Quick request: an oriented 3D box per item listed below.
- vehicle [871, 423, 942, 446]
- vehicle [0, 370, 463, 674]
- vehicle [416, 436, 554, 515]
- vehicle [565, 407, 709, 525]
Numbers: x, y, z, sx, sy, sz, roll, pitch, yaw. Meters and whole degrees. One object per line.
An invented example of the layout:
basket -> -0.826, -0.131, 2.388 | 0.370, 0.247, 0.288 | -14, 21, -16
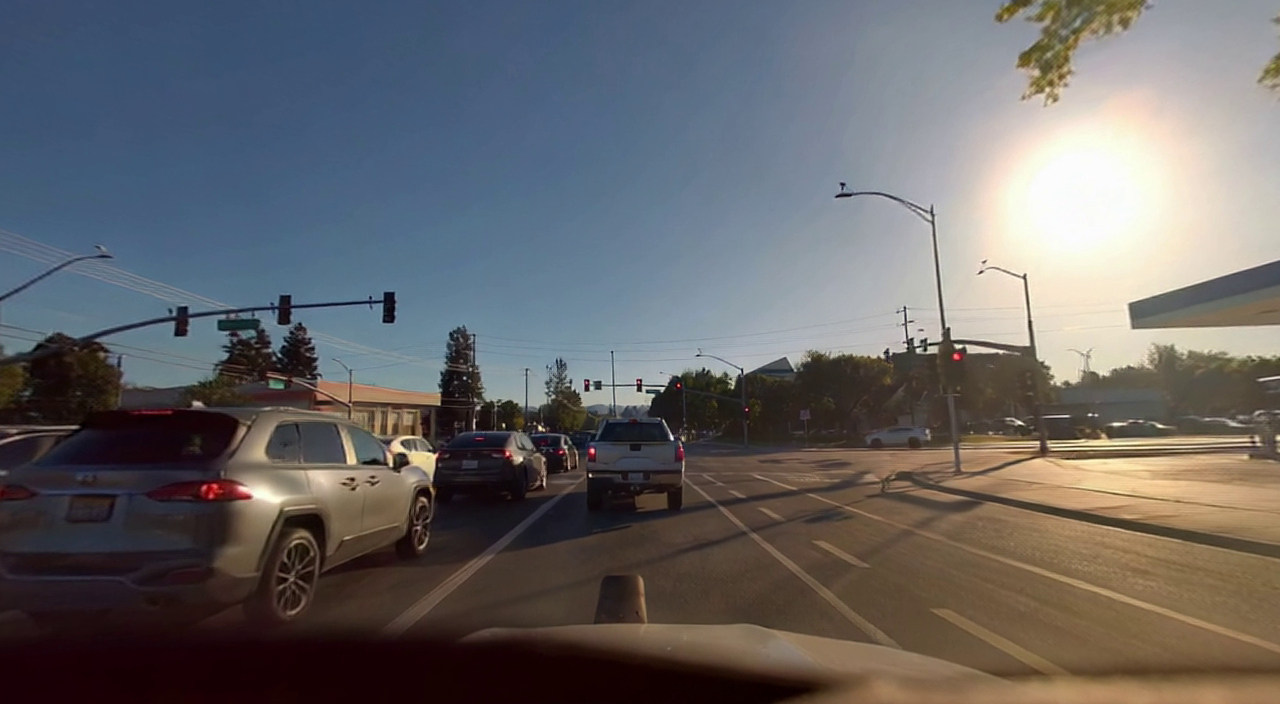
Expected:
vehicle -> 20.468, 6.354, 48.631 | 4.548, 1.730, 2.013 | 1, -9, -5
vehicle -> -3.311, 1.279, 5.798 | 2.096, 1.718, 4.266 | 0, -9, 1
vehicle -> -3.112, 2.572, 13.614 | 1.881, 1.424, 4.098 | 0, -9, 1
vehicle -> -0.068, 2.138, 12.359 | 2.224, 1.819, 5.005 | 0, -9, -1
